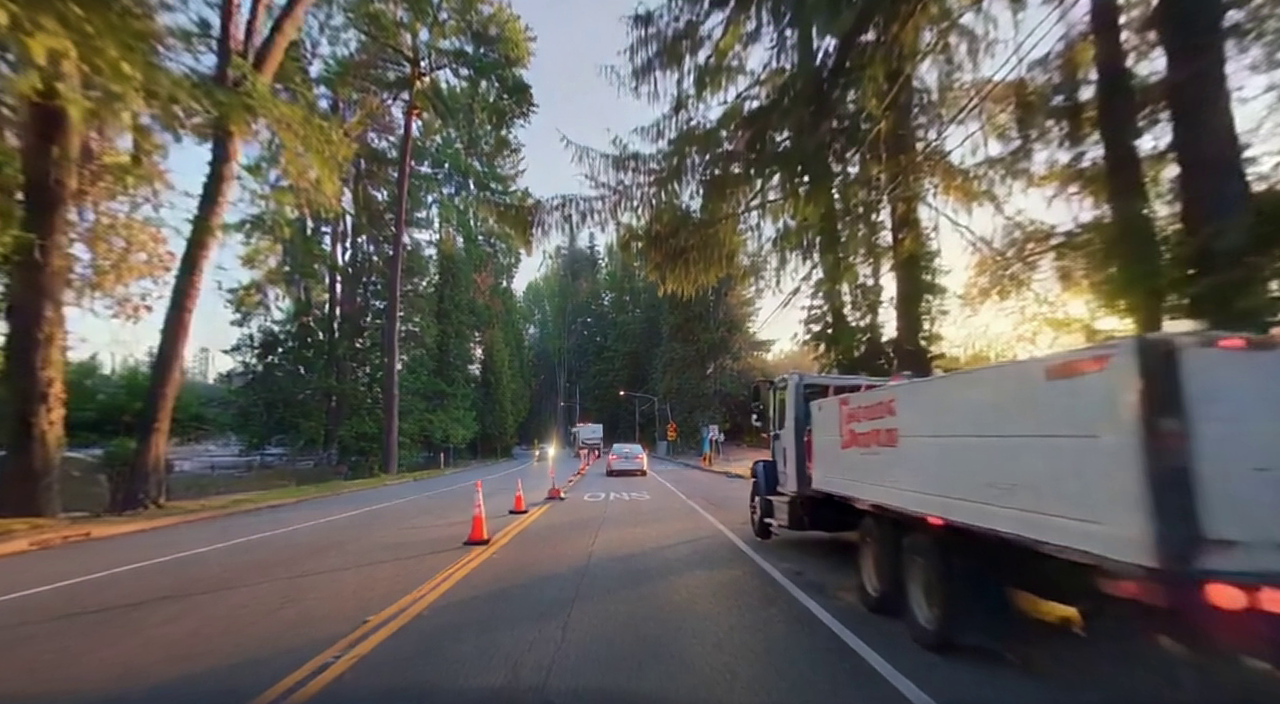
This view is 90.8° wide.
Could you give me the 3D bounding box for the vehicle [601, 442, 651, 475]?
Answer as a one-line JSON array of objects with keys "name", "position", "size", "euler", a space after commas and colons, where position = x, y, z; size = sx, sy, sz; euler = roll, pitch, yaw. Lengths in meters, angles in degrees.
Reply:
[{"name": "vehicle", "position": [-0.683, 5.104, 30.373], "size": [2.186, 1.463, 4.356], "euler": [0, -9, -2]}]
